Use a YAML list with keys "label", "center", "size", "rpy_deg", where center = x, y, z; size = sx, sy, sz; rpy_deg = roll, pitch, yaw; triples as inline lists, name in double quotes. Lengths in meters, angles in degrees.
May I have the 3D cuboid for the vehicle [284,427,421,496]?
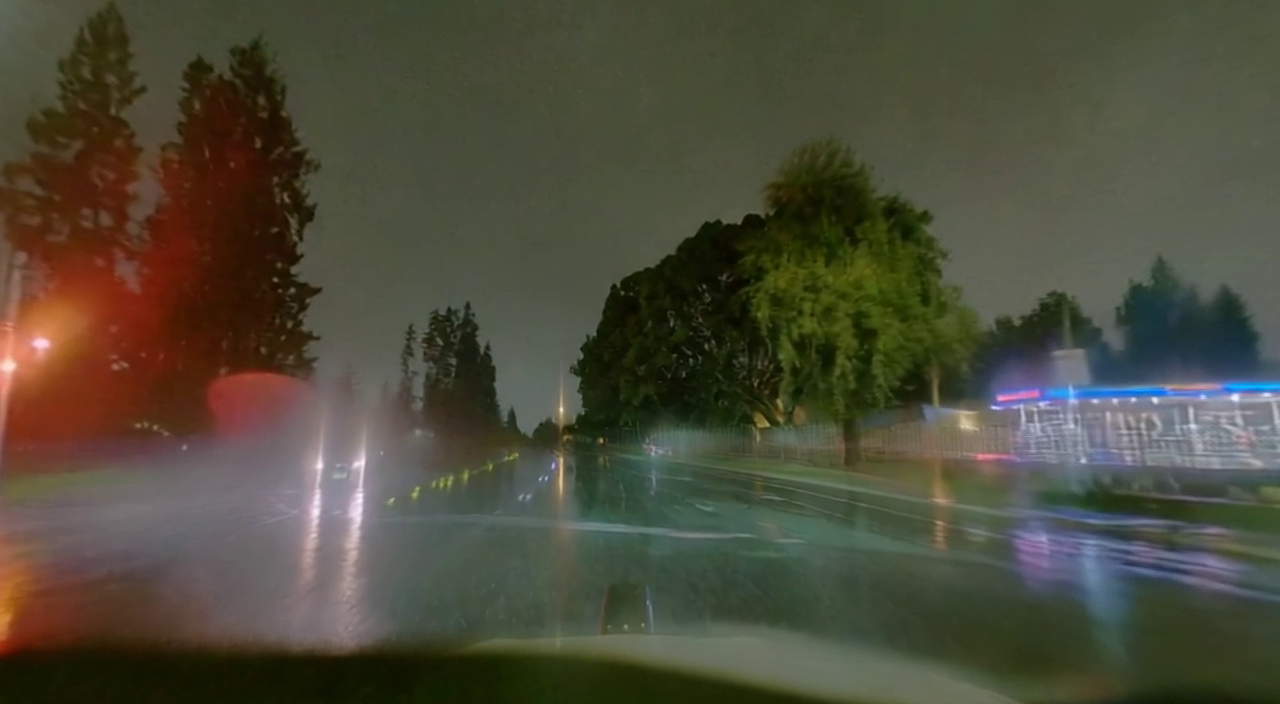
- label: "vehicle"
  center: [-7.752, 2.985, 17.567]
  size: [2.048, 1.670, 4.450]
  rpy_deg: [1, -8, -5]
